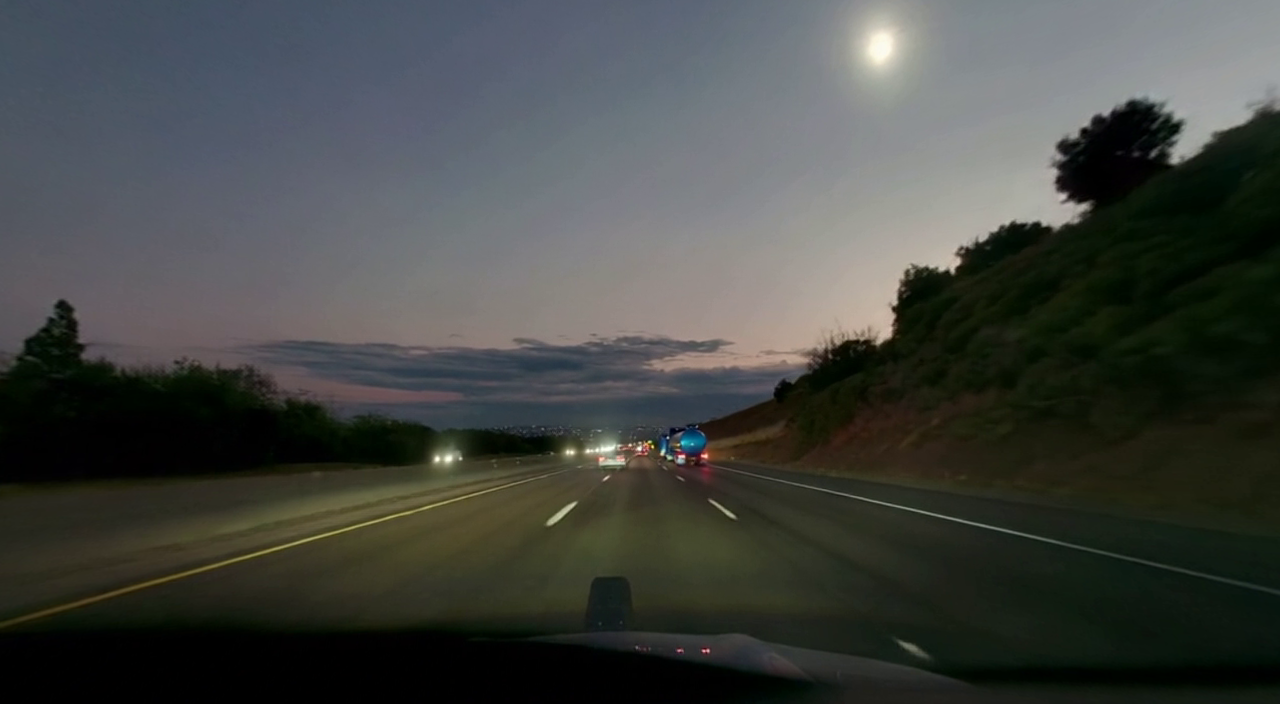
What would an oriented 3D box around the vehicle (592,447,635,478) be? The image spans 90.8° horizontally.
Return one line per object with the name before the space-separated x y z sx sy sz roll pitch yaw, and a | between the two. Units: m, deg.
vehicle | -1.334 5.794 33.231 2.013 1.498 3.908 -1 -9 1
